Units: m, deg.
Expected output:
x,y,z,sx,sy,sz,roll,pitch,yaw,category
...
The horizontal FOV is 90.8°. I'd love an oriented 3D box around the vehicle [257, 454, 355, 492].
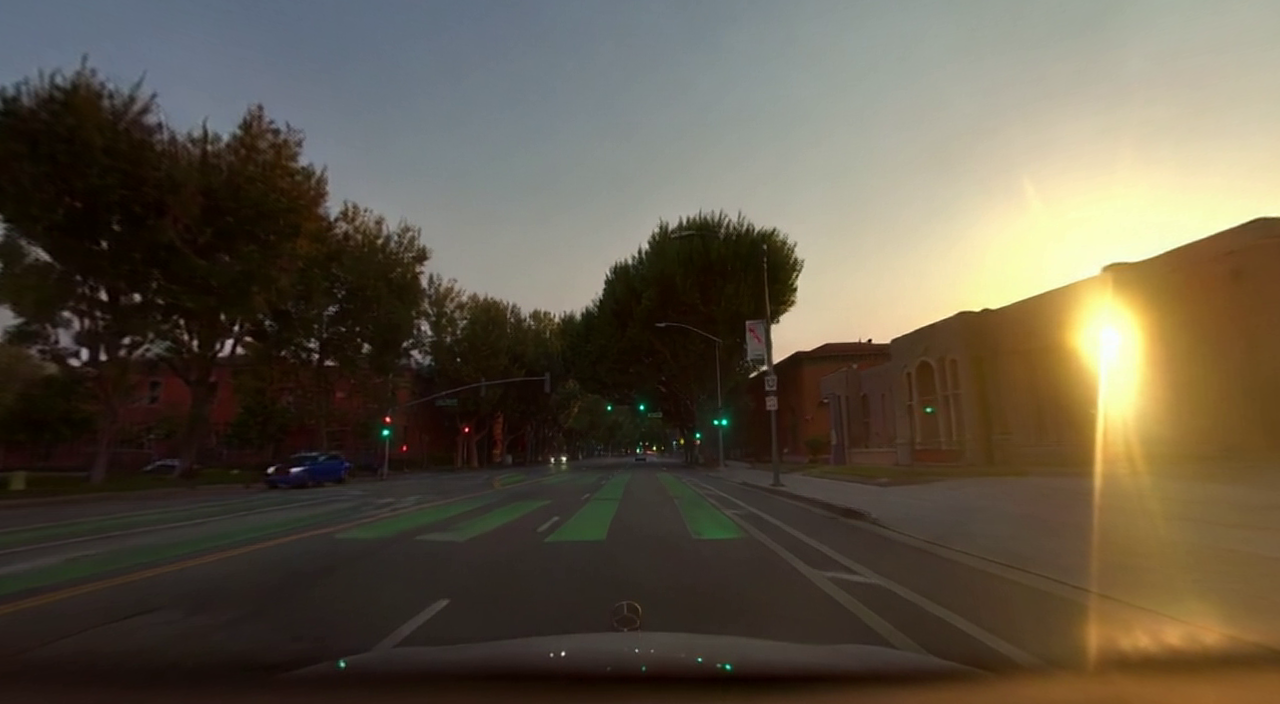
x,y,z,sx,sy,sz,roll,pitch,yaw,category
-15.368,5.552,29.386,1.910,1.544,4.387,0,-9,4,vehicle
